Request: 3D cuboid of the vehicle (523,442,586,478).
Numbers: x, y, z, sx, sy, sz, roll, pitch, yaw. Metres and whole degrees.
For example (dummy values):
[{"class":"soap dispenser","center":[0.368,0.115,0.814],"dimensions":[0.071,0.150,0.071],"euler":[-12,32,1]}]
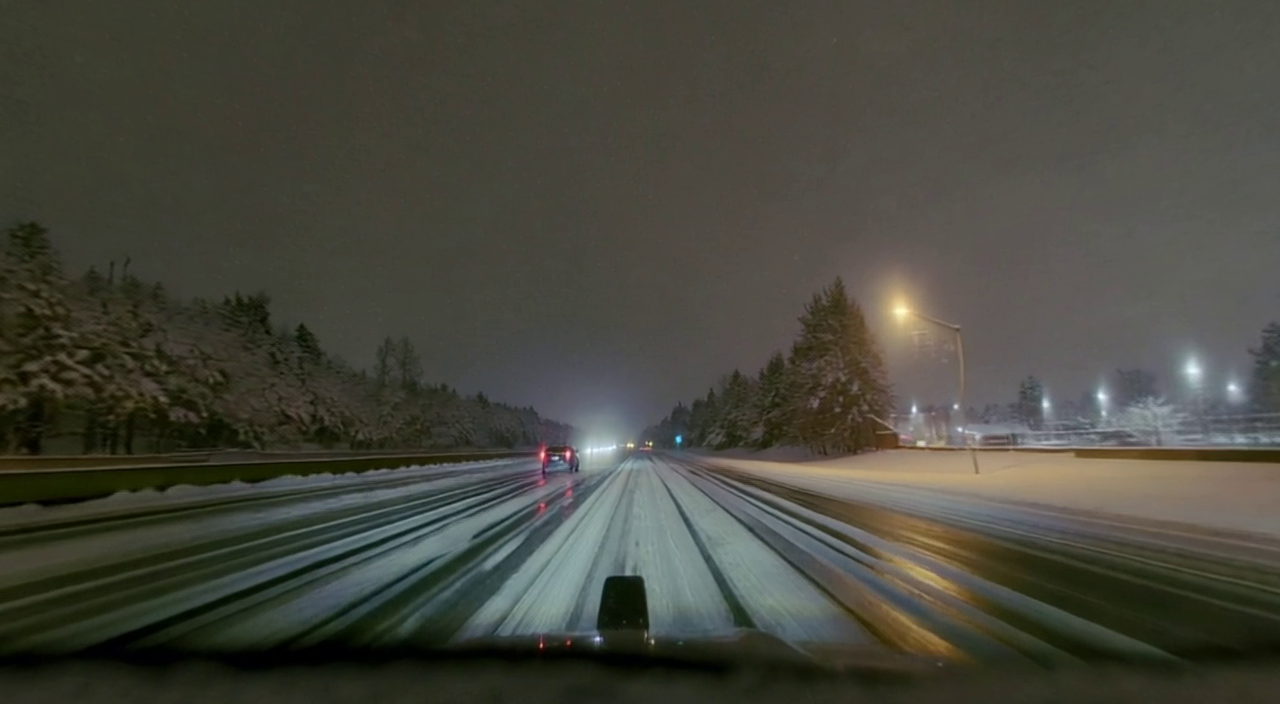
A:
[{"class":"vehicle","center":[-3.682,4.705,27.779],"dimensions":[2.128,1.450,4.078],"euler":[0,-8,1]}]
